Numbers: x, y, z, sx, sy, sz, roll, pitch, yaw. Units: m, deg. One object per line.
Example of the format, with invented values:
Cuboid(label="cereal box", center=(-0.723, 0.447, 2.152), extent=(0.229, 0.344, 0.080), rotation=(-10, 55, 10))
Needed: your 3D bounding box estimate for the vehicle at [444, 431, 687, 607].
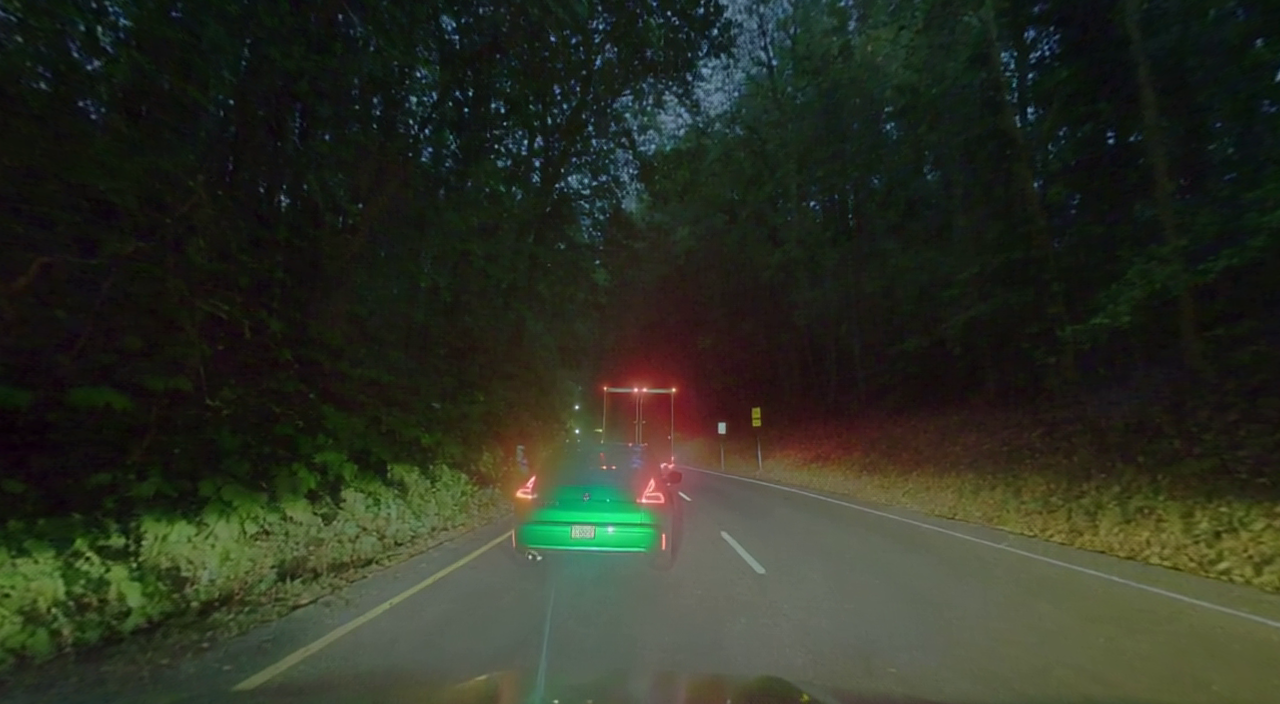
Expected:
Cuboid(label="vehicle", center=(-0.627, 1.746, 7.504), extent=(2.076, 1.490, 4.078), rotation=(0, -9, 0))
